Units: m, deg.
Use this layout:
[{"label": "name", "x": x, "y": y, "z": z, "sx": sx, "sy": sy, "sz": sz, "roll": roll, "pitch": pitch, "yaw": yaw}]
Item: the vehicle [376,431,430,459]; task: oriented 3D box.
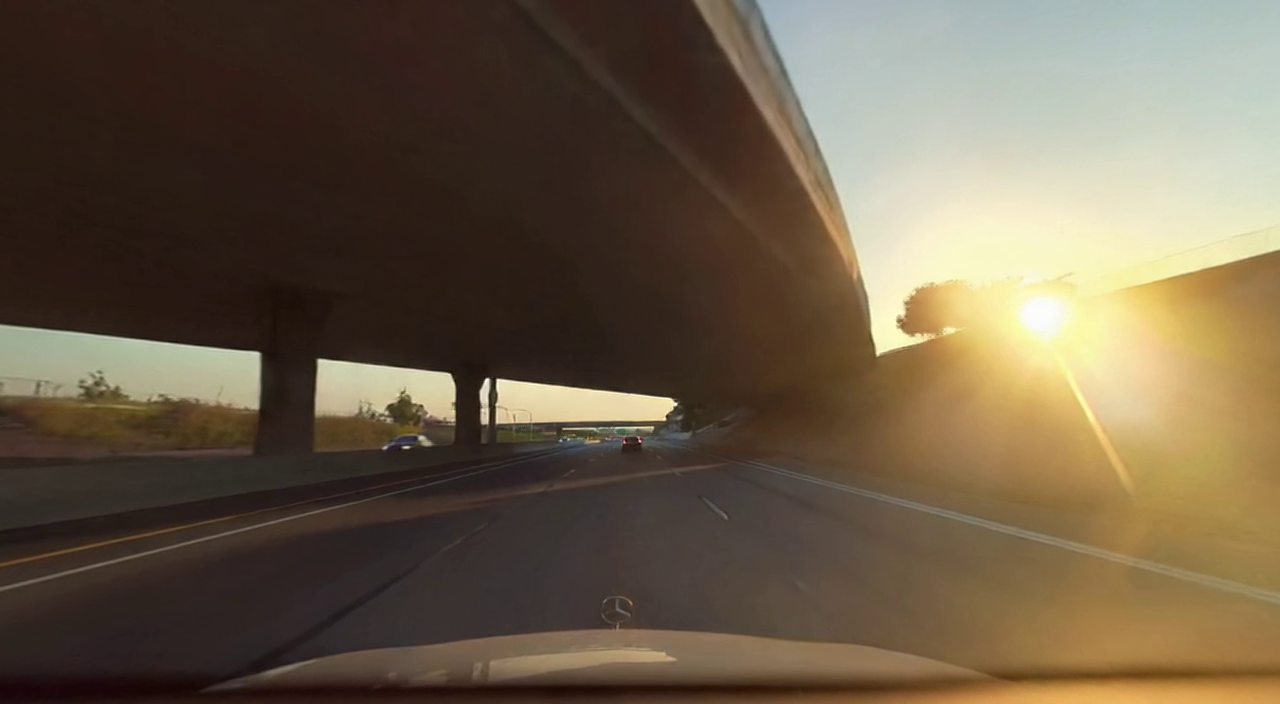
[{"label": "vehicle", "x": -17.516, "y": 6.878, "z": 46.867, "sx": 2.139, "sy": 1.910, "sz": 4.967, "roll": 0, "pitch": -8, "yaw": 0}]
